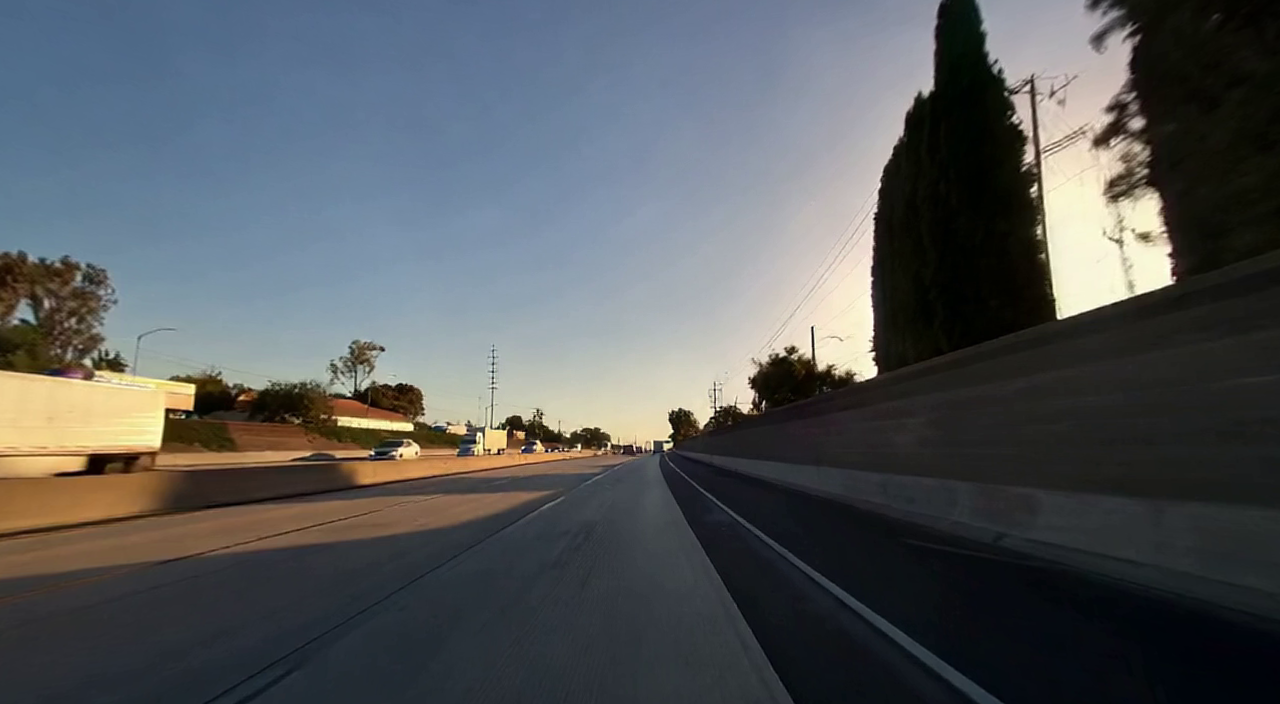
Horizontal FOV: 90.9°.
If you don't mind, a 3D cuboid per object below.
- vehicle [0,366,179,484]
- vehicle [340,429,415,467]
[{"bbox_3d":[-23.193,2.441,21.101,3.681,3.888,15.270,0,-9,1],"label":"vehicle"},{"bbox_3d":[-18.367,6.794,44.494,2.518,2.459,5.886,0,-9,2],"label":"vehicle"}]
